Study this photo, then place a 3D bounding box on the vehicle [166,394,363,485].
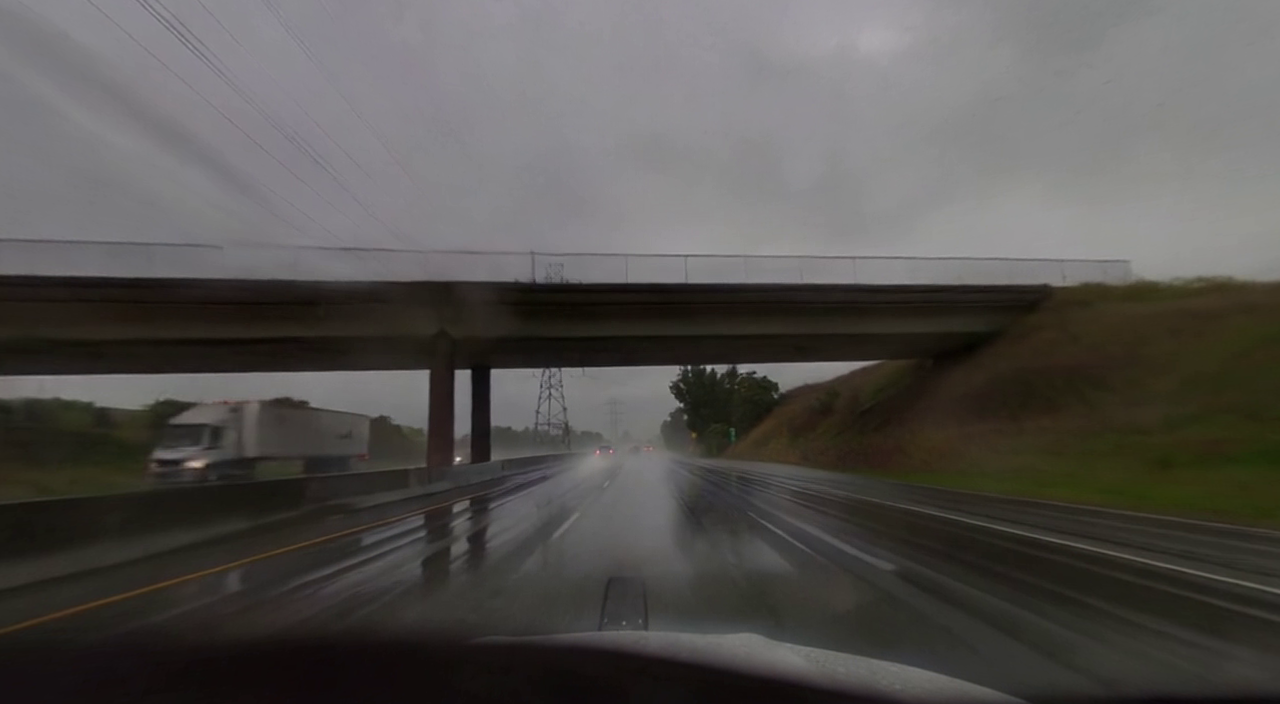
[{"bbox_3d":[-19.691,4.919,34.829,2.890,4.006,13.229,0,-9,0],"label":"vehicle"}]
